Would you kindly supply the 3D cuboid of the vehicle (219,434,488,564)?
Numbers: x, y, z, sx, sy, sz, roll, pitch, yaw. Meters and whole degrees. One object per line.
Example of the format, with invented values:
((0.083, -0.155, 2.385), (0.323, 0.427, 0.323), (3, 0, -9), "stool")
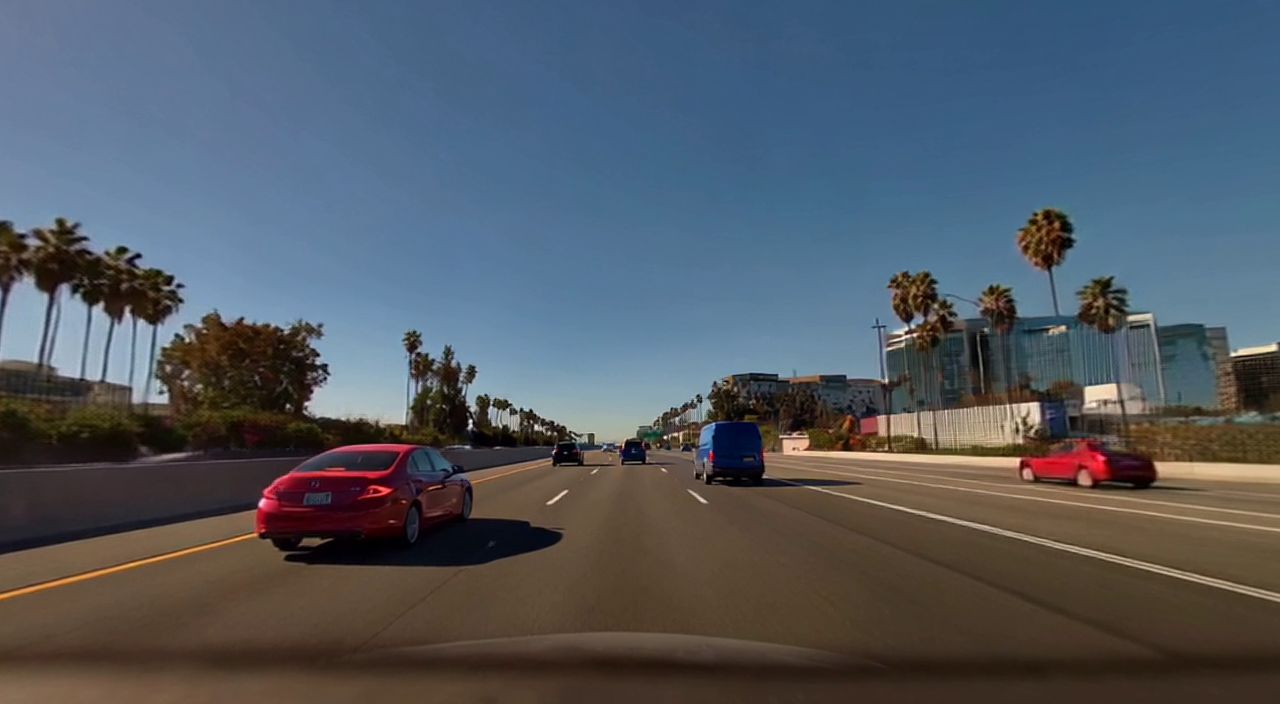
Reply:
((-3.816, 2.015, 9.481), (1.991, 1.469, 4.381), (0, -9, 0), "vehicle")

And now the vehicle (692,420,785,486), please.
((3.374, 3.658, 22.981), (2.250, 2.074, 5.723), (0, -9, -2), "vehicle")

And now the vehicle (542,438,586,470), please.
((-4.514, 6.135, 38.096), (2.109, 1.793, 4.613), (0, -9, 0), "vehicle")

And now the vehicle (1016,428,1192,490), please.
((14.466, 3.379, 20.178), (2.010, 1.721, 4.871), (0, -9, 2), "vehicle")

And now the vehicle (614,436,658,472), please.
((-0.228, 5.475, 33.927), (2.212, 1.786, 4.198), (0, -9, -1), "vehicle")
